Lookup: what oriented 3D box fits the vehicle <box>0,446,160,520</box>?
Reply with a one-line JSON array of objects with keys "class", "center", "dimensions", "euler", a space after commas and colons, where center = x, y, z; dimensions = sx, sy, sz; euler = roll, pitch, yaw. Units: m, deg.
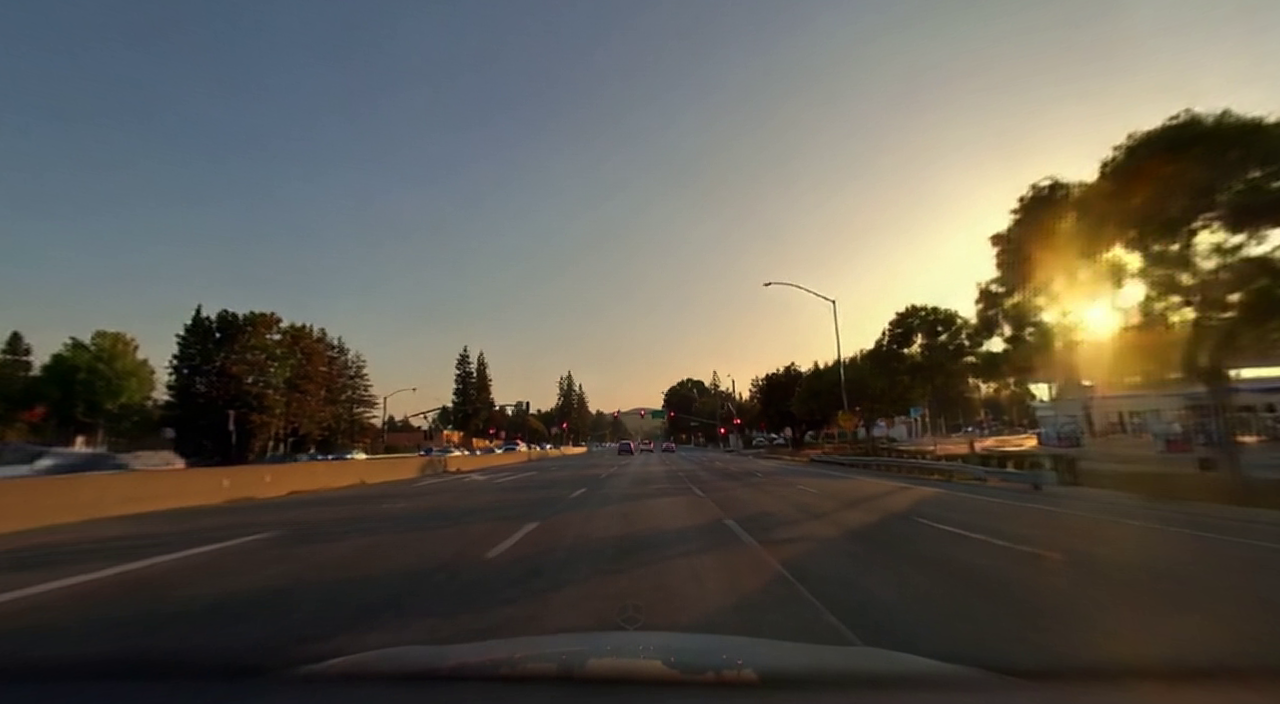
[{"class": "vehicle", "center": [-14.097, 2.975, 14.808], "dimensions": [1.951, 1.470, 4.673], "euler": [0, -8, 0]}]

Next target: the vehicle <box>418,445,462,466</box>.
[{"class": "vehicle", "center": [-14.816, 7.670, 46.861], "dimensions": [1.880, 1.496, 4.246], "euler": [0, -8, 0]}]
